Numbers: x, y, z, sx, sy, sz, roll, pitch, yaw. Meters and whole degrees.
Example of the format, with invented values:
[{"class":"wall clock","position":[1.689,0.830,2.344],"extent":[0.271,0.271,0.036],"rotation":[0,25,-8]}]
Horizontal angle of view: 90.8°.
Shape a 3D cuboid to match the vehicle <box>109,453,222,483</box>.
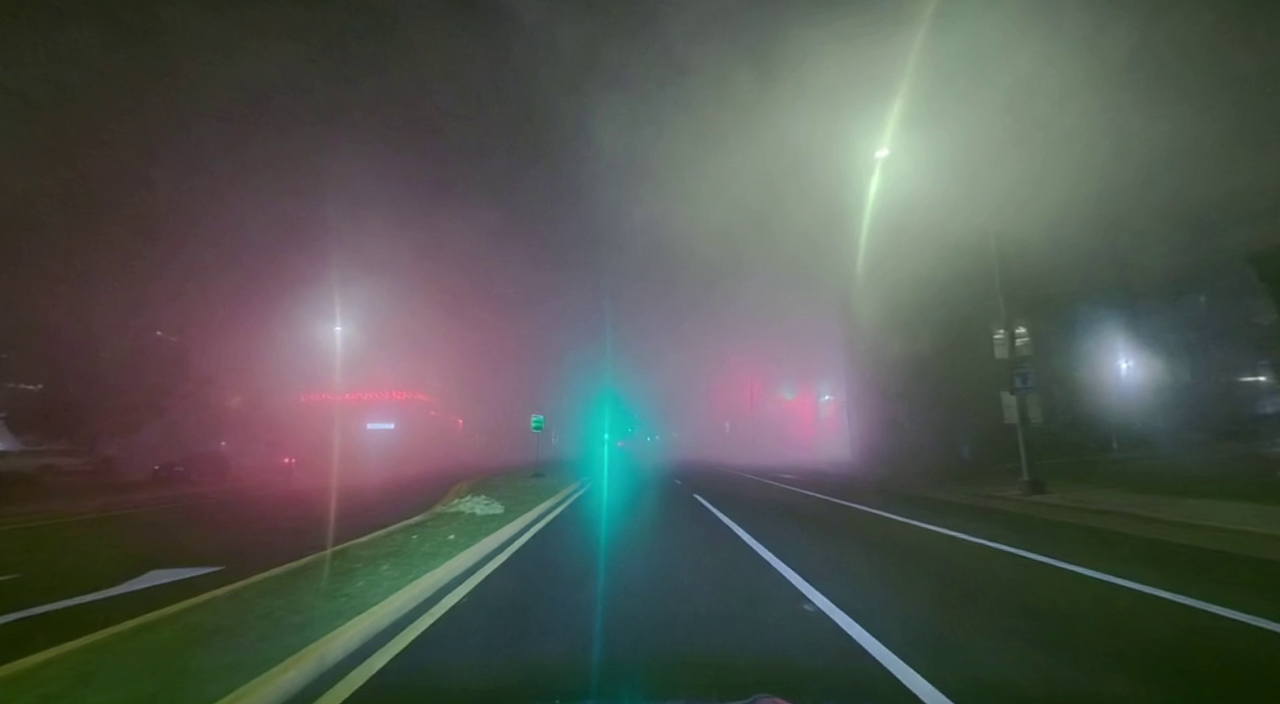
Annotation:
[{"class":"vehicle","position":[-24.277,5.934,32.429],"extent":[4.213,1.493,1.875],"rotation":[0,-8,-1]}]
